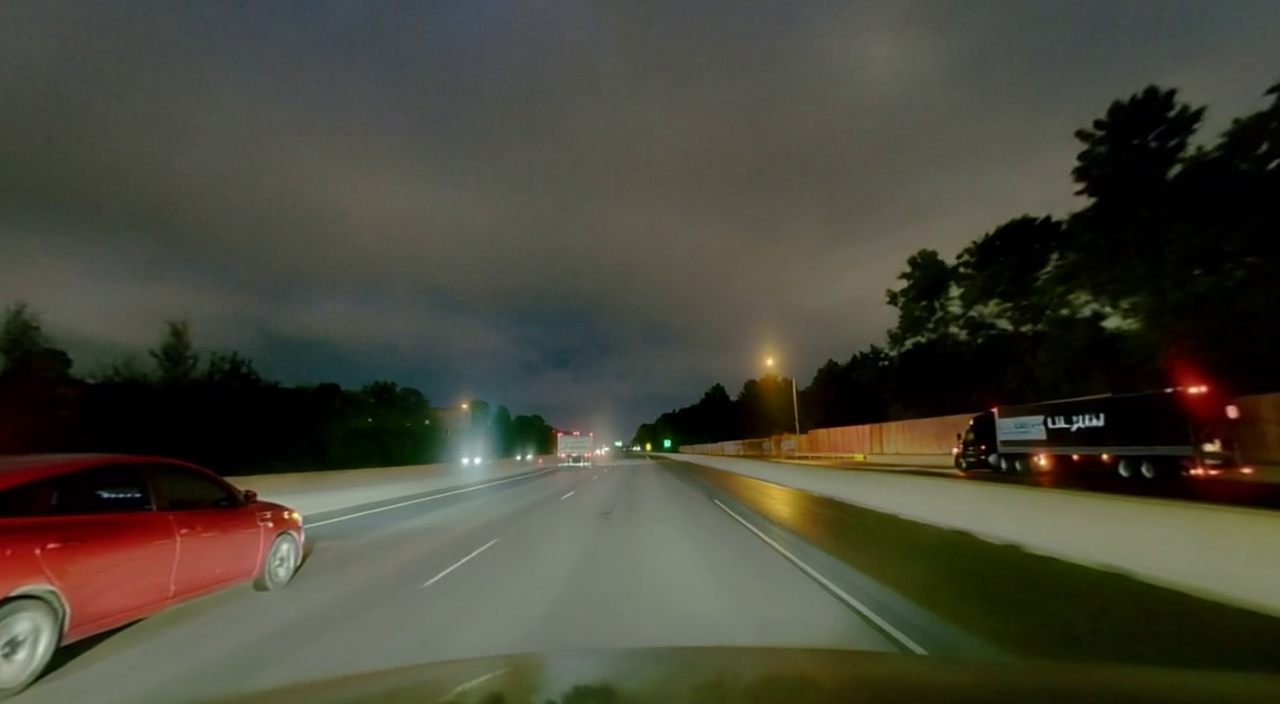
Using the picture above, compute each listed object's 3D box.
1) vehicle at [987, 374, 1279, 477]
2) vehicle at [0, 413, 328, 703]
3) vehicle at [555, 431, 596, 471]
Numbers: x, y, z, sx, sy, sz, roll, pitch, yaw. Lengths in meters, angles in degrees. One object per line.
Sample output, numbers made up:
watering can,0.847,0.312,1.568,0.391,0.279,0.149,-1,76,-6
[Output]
vehicle,23.977,3.921,31.699,2.782,4.082,12.925,2,-9,-17
vehicle,-4.287,1.228,4.278,2.024,1.476,4.466,0,-9,0
vehicle,-4.339,6.809,43.373,2.305,2.517,5.486,0,-9,0
